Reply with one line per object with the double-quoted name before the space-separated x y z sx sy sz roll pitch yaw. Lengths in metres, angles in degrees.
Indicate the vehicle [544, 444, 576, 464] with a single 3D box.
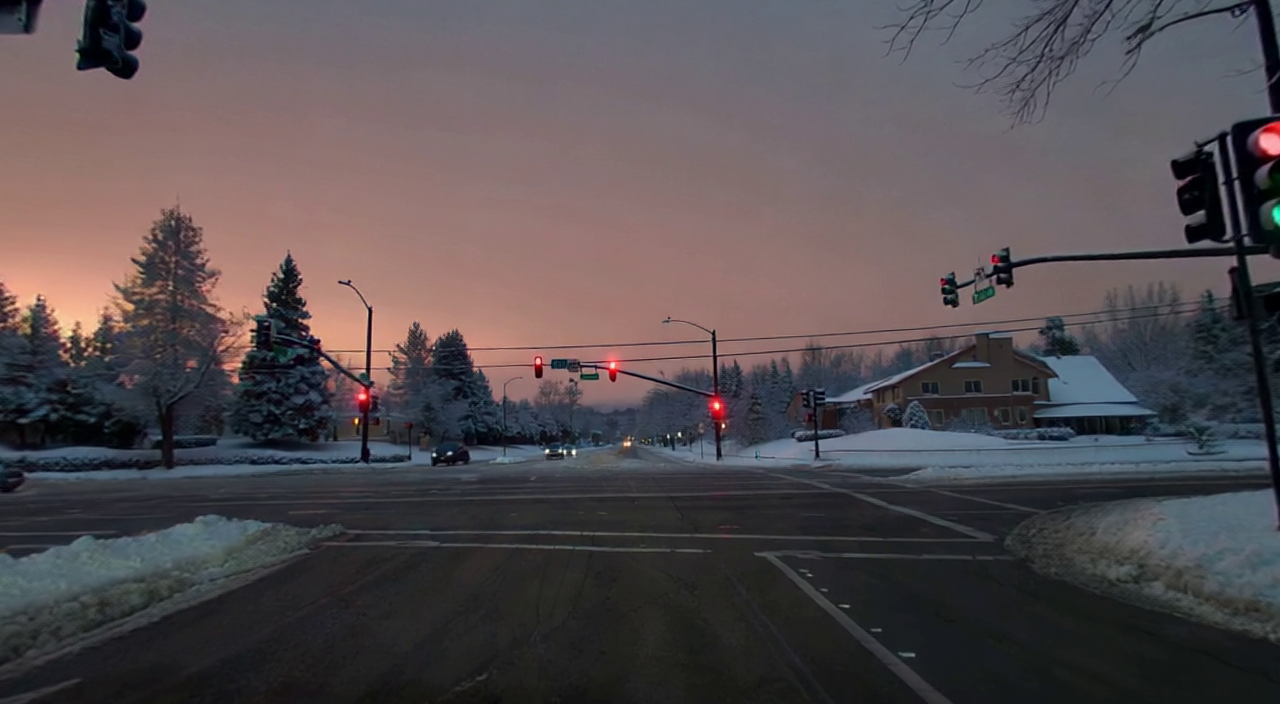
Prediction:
"vehicle" -6.116 7.833 48.644 1.936 1.444 4.168 0 -8 0
